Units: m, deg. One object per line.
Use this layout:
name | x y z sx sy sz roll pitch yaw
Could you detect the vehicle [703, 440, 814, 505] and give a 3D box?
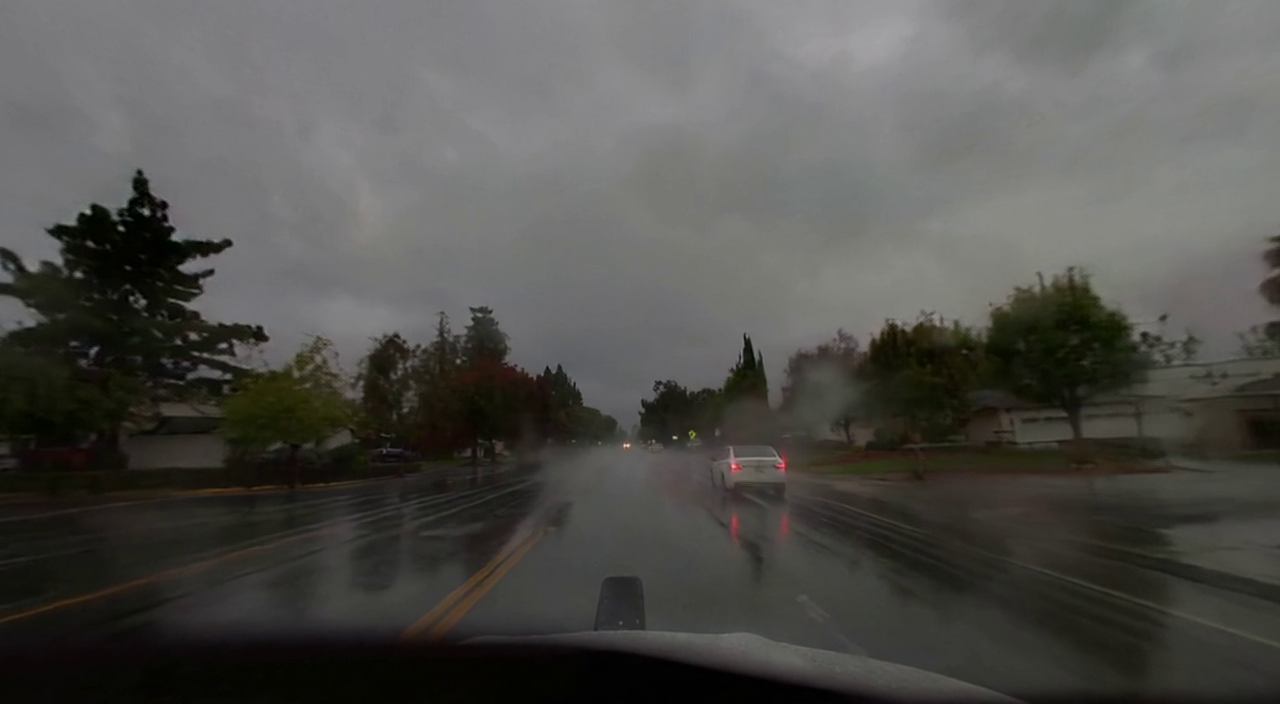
vehicle | 2.998 3.148 17.013 2.057 1.493 4.225 0 -9 -2
